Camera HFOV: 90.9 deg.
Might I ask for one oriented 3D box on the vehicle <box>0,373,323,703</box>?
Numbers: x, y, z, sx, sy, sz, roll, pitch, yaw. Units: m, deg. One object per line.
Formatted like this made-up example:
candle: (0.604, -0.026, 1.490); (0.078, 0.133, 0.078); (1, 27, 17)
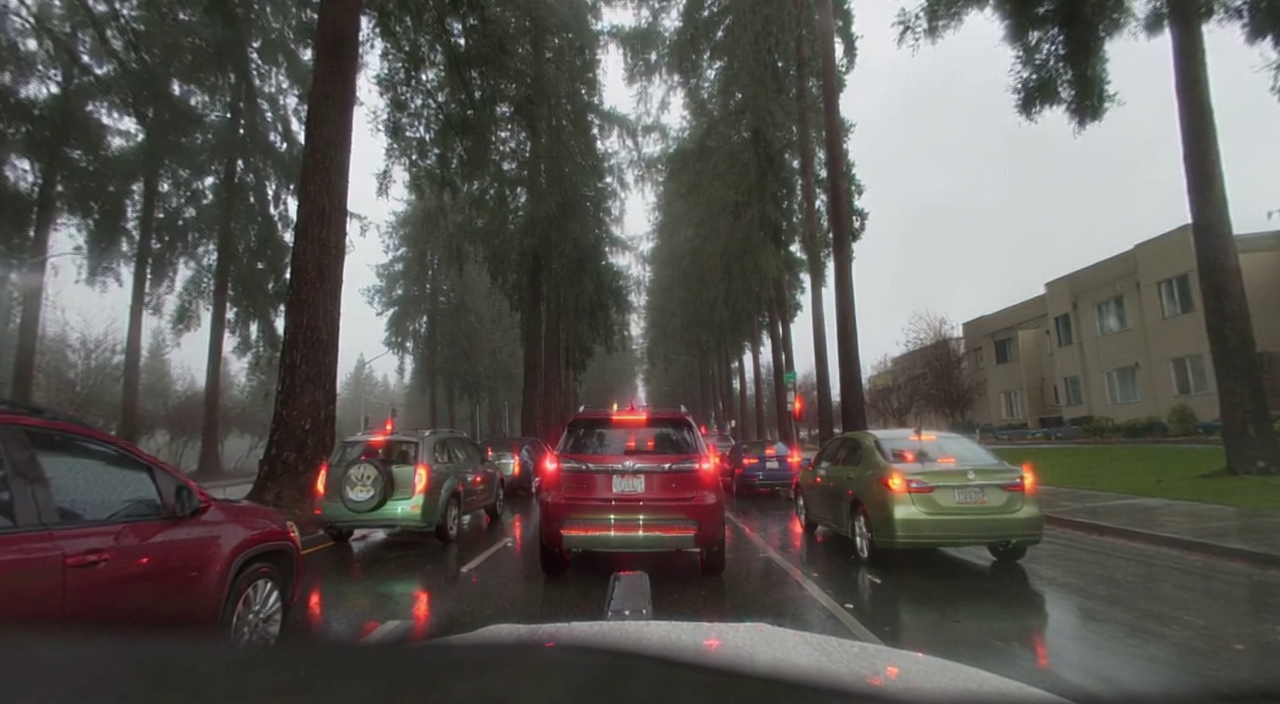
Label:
vehicle: (-3.782, 0.995, 3.298); (1.929, 1.641, 4.193); (0, -8, 2)

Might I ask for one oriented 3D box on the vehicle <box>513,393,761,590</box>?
vehicle: (-0.010, 1.535, 7.695); (2.193, 1.744, 4.033); (0, -8, 1)

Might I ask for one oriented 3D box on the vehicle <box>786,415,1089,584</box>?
vehicle: (3.255, 1.668, 7.862); (1.922, 1.579, 3.642); (0, -8, -1)

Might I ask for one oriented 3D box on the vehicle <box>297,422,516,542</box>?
vehicle: (-3.662, 2.117, 10.918); (2.042, 1.641, 4.314); (0, -8, 1)
